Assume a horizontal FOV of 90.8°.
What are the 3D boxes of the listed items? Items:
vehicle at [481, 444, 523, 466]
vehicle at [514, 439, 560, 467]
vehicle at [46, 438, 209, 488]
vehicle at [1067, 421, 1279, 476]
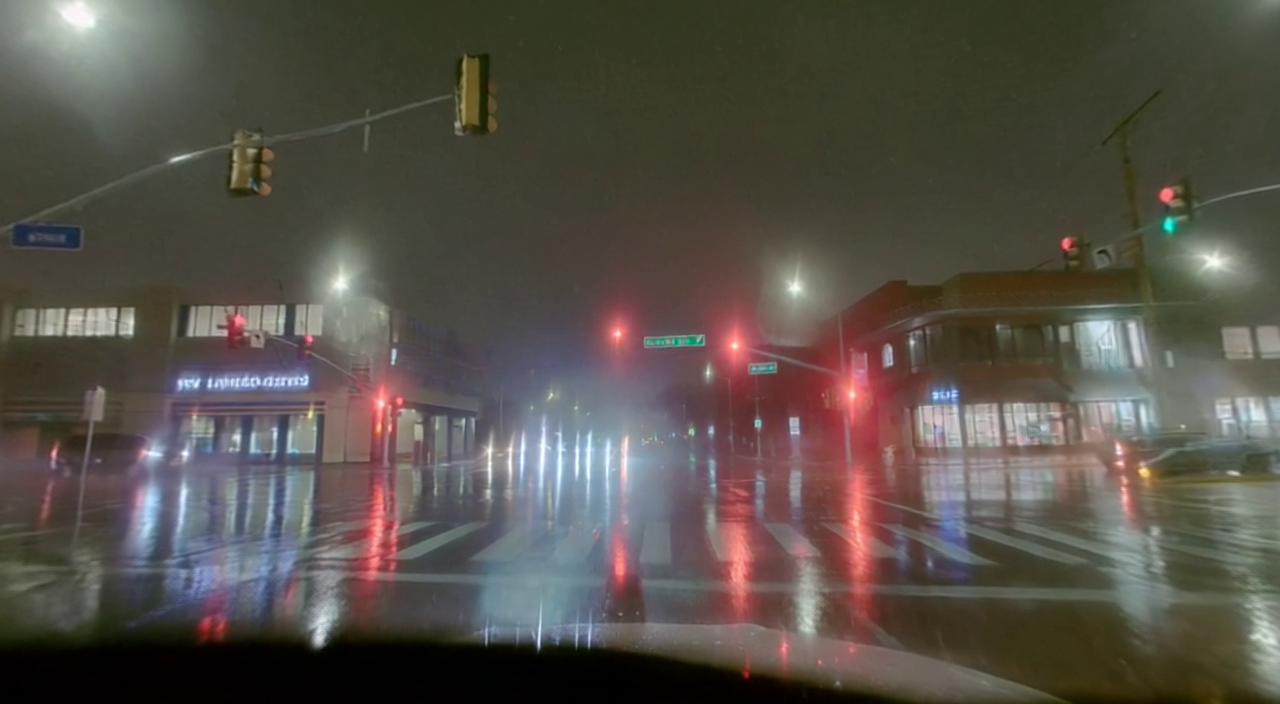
[{"bbox_3d":[-9.879,7.376,45.555,2.106,1.505,4.228,0,-8,0],"label":"vehicle"},{"bbox_3d":[-6.820,6.715,42.212,2.181,1.703,4.512,0,-8,2],"label":"vehicle"},{"bbox_3d":[-21.165,4.560,26.200,5.161,1.910,2.275,-2,-9,11],"label":"vehicle"},{"bbox_3d":[15.406,2.792,18.204,4.651,1.463,1.880,-2,-9,9],"label":"vehicle"}]
